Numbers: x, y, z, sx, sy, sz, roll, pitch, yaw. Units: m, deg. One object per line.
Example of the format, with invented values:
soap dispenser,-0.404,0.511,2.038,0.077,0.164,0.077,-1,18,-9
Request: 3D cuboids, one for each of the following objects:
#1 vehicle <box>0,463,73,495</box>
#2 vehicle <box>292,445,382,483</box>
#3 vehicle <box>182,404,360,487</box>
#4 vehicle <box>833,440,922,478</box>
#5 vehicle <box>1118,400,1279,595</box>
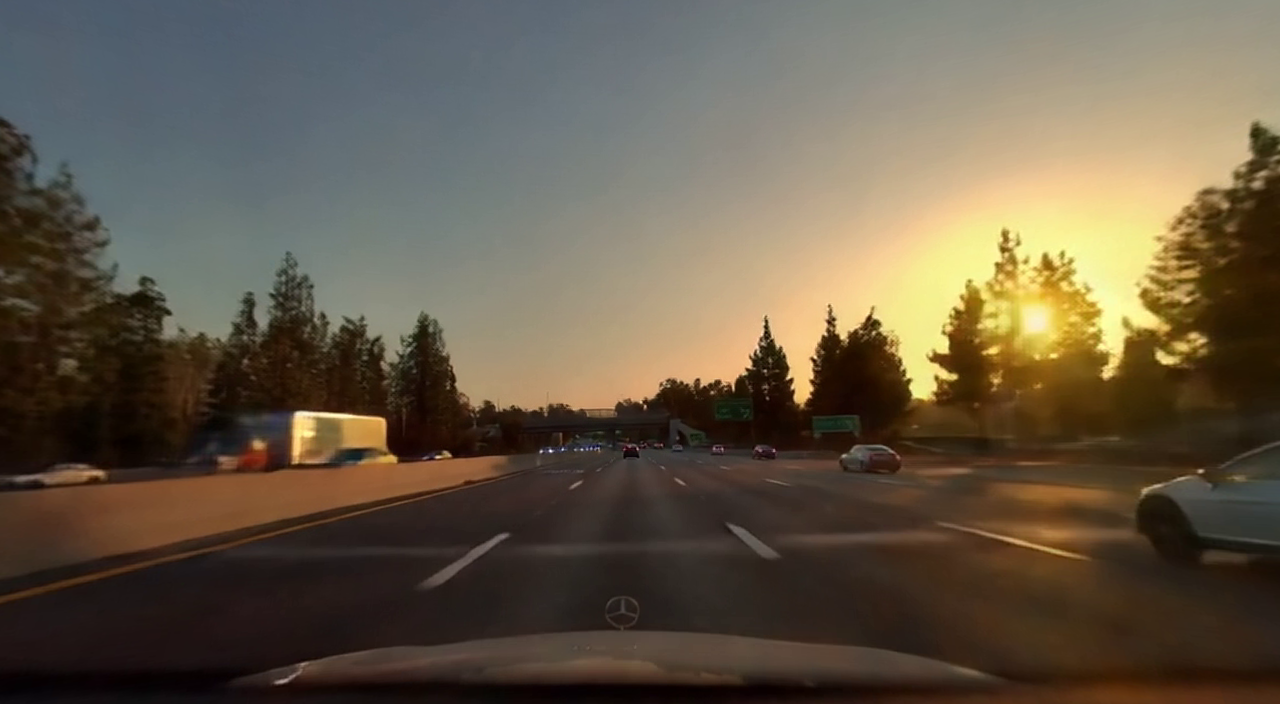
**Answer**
vehicle,-35.628,7.278,36.467,1.879,1.576,4.072,-1,-9,3
vehicle,-11.183,4.121,23.584,1.620,1.274,3.583,0,-8,-1
vehicle,-15.375,4.039,27.302,2.814,3.036,7.829,0,-9,1
vehicle,10.511,4.747,28.426,1.962,1.536,4.945,0,-9,-1
vehicle,6.590,1.185,4.984,2.027,1.679,4.543,0,-9,0
